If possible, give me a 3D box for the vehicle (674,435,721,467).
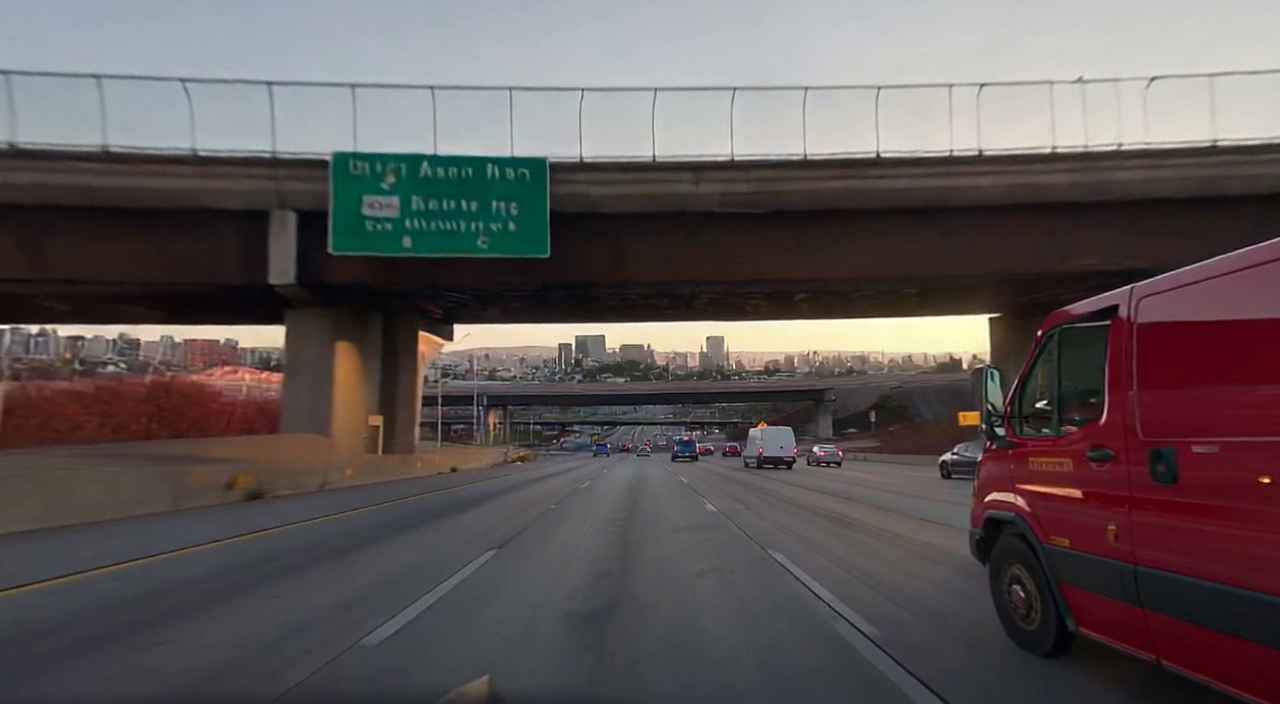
[{"bbox_3d":[3.624,6.439,41.202,2.464,1.961,5.520,0,-8,-1],"label":"vehicle"}]

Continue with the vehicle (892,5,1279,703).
[{"bbox_3d":[3.320,0.160,1.474,2.436,2.745,7.034,0,-8,-1],"label":"vehicle"}]

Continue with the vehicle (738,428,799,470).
[{"bbox_3d":[7.287,5.586,36.446,2.301,2.203,5.419,0,-8,-1],"label":"vehicle"}]

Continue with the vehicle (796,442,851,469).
[{"bbox_3d":[10.834,6.194,37.689,1.976,1.474,4.779,0,-9,2],"label":"vehicle"}]
